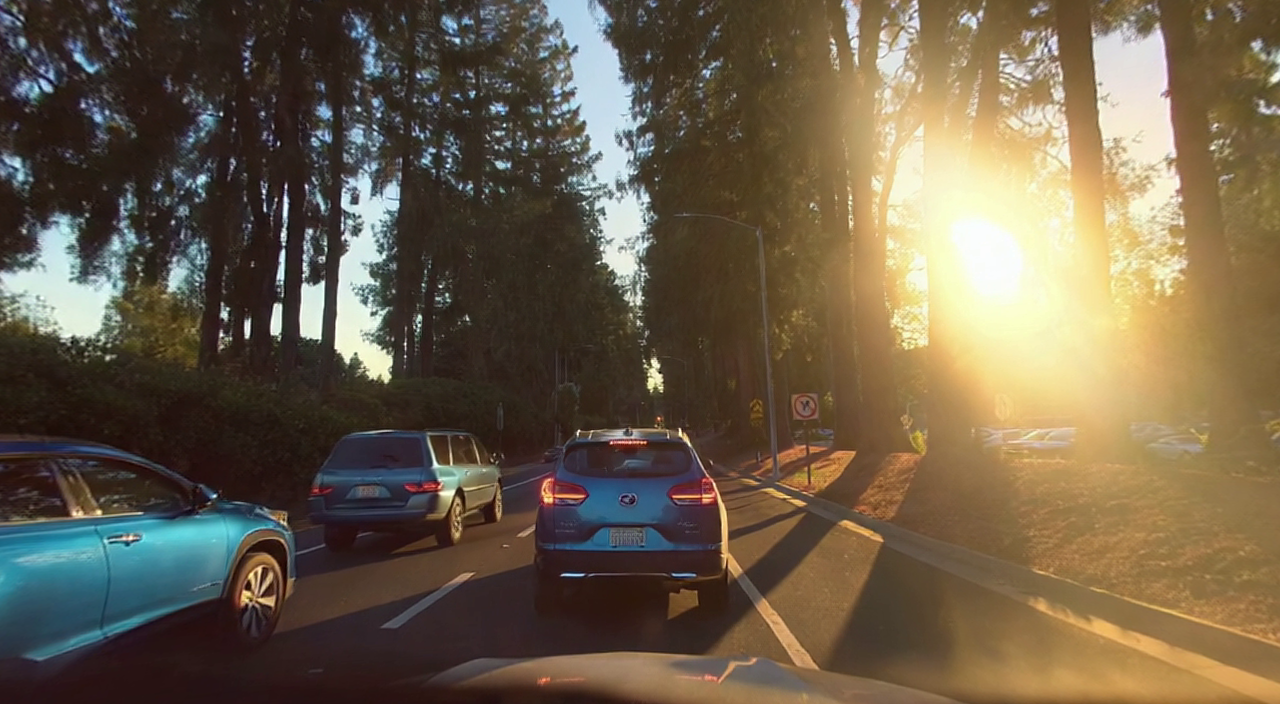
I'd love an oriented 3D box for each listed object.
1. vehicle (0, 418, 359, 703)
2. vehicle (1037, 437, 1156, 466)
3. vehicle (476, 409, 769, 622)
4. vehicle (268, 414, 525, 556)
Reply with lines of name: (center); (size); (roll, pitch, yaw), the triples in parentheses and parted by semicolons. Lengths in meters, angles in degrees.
vehicle: (-3.653, 1.161, 3.624); (1.922, 1.464, 4.424); (0, -8, 2)
vehicle: (28.483, 6.204, 39.489); (5.955, 1.702, 2.166); (1, -8, -6)
vehicle: (-0.035, 1.525, 6.832); (2.229, 1.591, 3.897); (-1, -8, 3)
vehicle: (-3.470, 2.001, 10.256); (2.188, 1.745, 4.618); (0, -8, 2)
